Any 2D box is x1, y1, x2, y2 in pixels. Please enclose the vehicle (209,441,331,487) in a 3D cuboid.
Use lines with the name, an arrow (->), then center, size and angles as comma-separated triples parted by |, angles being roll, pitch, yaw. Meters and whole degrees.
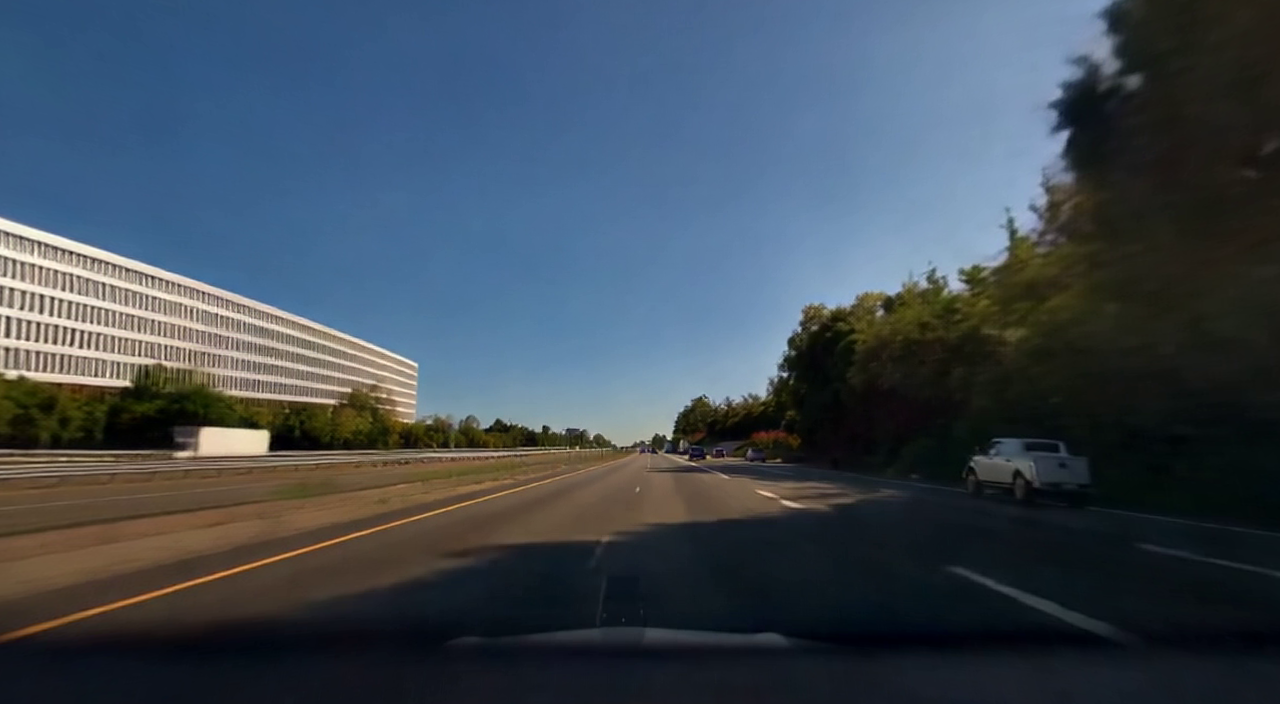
vehicle -> -13.636, 4.139, 23.577 | 1.920, 1.565, 4.200 | 0, -9, 1
